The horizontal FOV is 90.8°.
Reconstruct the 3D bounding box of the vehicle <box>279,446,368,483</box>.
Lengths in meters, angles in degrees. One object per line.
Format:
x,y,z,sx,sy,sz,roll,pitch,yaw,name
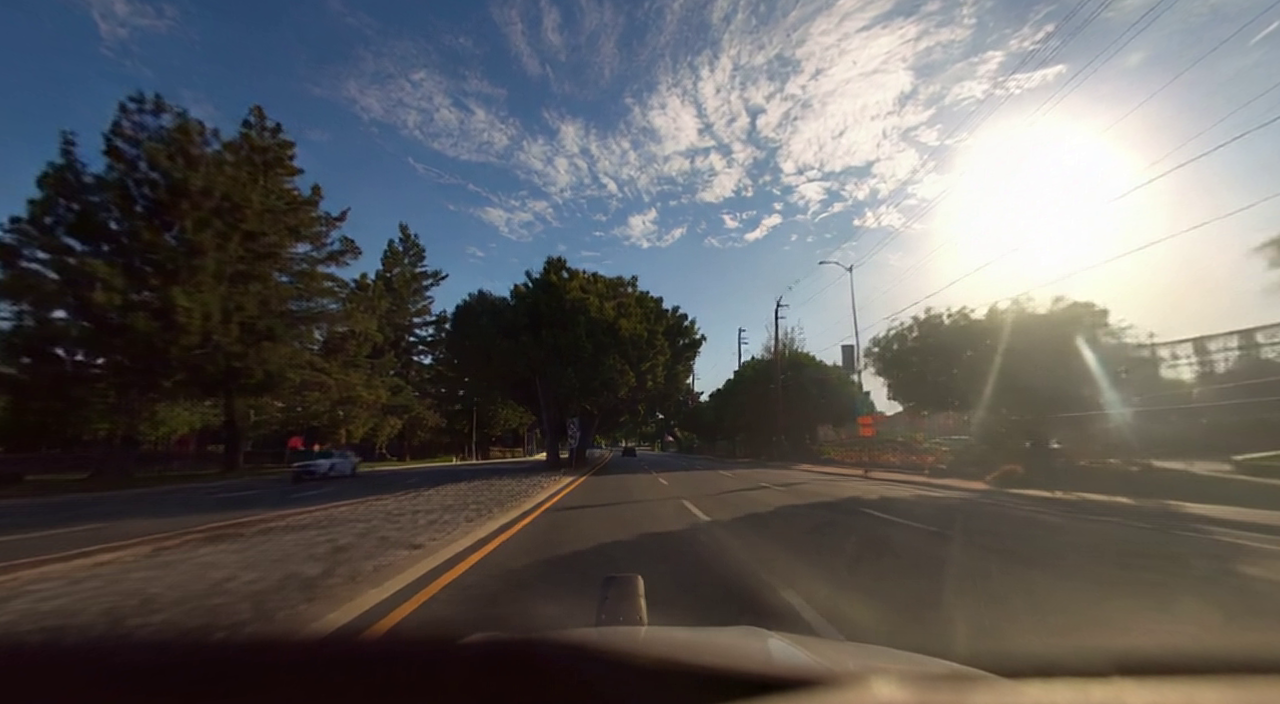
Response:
-15.874,5.672,32.021,2.022,1.738,4.668,0,-9,1,vehicle
